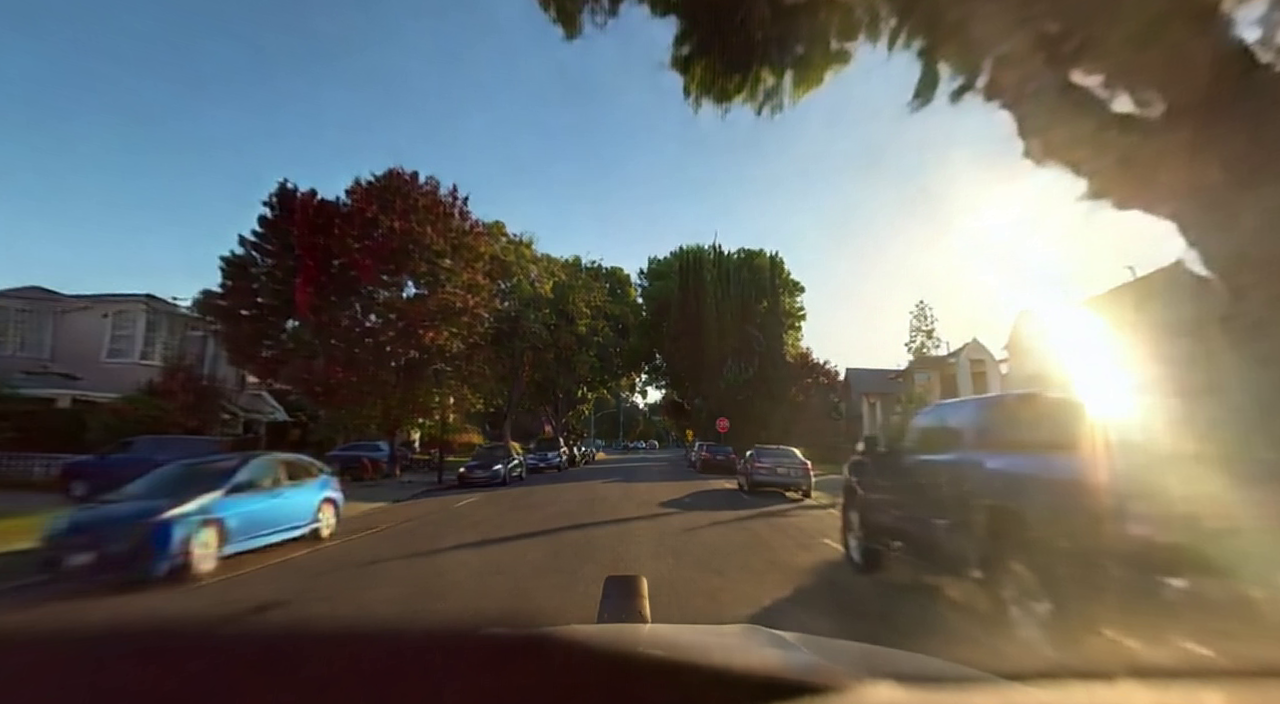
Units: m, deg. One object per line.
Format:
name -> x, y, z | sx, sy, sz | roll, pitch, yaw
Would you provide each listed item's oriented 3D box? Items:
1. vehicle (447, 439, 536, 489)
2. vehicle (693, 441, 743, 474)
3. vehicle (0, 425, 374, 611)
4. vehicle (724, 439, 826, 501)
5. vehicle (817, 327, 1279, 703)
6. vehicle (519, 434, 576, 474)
vehicle -> -5.185, 3.944, 22.584 | 1.872, 1.515, 4.535 | 1, -8, 2
vehicle -> 3.744, 5.149, 30.912 | 1.987, 1.518, 4.686 | 0, -8, 2
vehicle -> -5.298, 1.734, 7.708 | 1.895, 1.530, 4.496 | 2, -8, 2
vehicle -> 3.642, 3.266, 17.841 | 1.871, 1.514, 4.553 | 0, -8, 0
vehicle -> 3.311, 1.180, 5.306 | 2.240, 1.911, 4.878 | 0, -8, 1
vehicle -> -4.690, 5.243, 32.570 | 2.162, 1.857, 4.758 | 2, -8, 1
